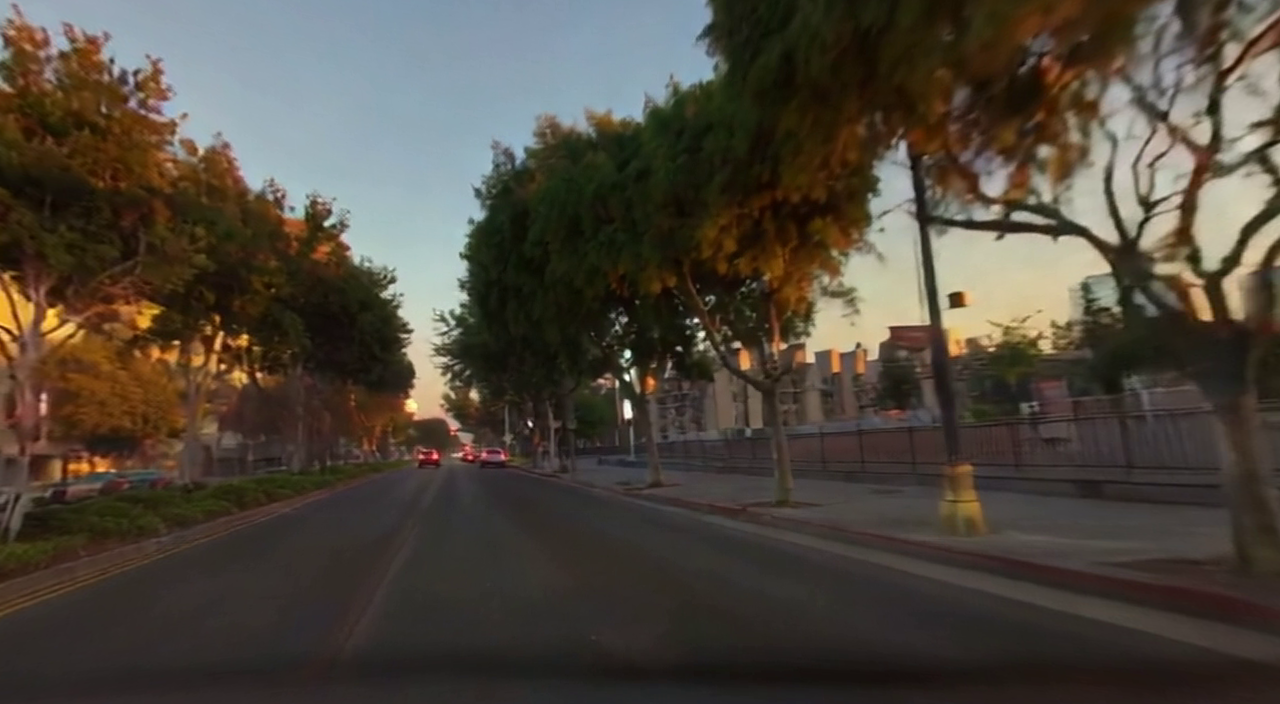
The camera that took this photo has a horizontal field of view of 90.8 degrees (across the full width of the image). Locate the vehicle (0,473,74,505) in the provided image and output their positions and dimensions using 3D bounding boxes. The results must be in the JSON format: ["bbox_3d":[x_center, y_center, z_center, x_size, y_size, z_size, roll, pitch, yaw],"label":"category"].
[{"bbox_3d":[-39.830,8.967,41.593,1.962,1.741,4.289,2,-9,-16],"label":"vehicle"}]
